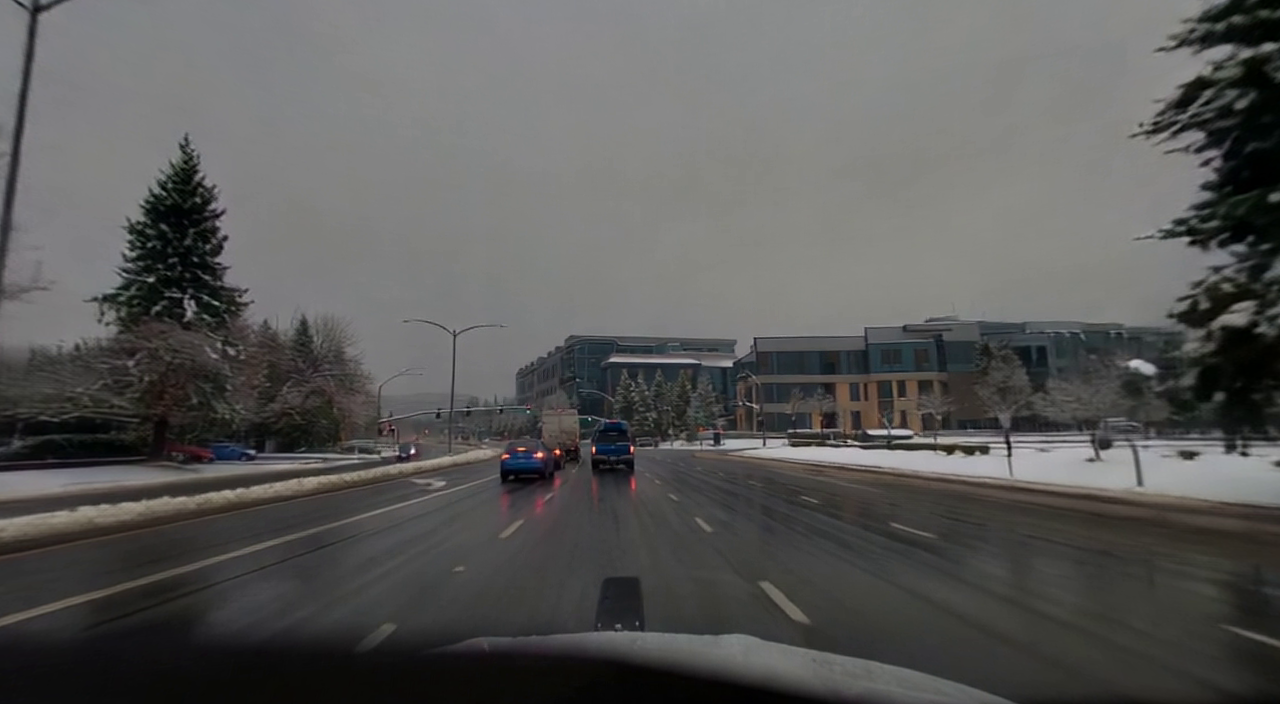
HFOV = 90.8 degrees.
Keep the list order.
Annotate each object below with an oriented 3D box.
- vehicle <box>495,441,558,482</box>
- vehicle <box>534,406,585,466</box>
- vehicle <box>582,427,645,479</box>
[{"bbox_3d":[-4.392,4.294,25.149,1.904,1.460,4.300,0,-8,-3],"label":"vehicle"},{"bbox_3d":[-5.722,6.314,46.976,2.918,3.741,13.683,0,-8,-4],"label":"vehicle"},{"bbox_3d":[-1.100,3.981,25.120,2.260,1.872,4.578,0,-8,-4],"label":"vehicle"}]
